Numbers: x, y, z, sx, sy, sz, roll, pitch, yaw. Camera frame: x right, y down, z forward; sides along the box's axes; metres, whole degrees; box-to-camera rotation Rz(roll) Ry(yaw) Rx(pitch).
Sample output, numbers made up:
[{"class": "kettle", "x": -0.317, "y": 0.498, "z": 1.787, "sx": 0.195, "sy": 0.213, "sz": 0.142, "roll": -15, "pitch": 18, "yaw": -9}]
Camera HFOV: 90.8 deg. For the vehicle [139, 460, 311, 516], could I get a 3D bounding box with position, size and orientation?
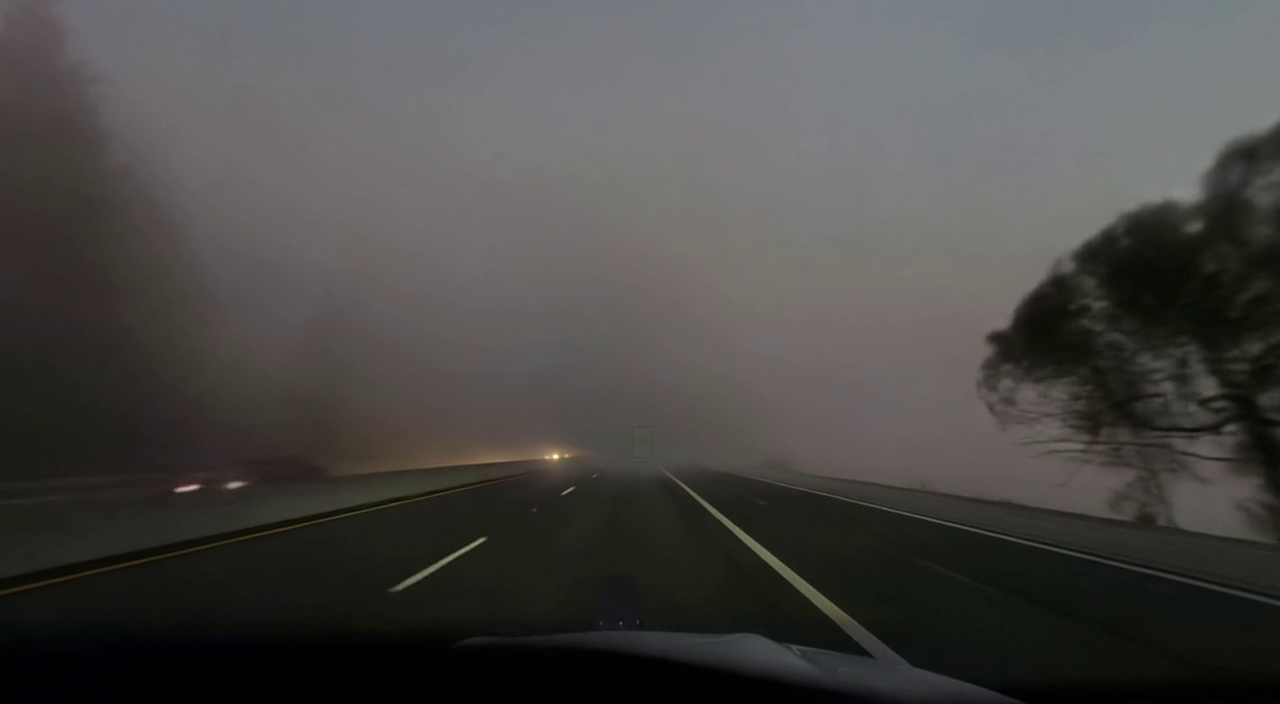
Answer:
[{"class": "vehicle", "x": -12.937, "y": 4.238, "z": 20.196, "sx": 2.086, "sy": 1.456, "sz": 5.044, "roll": 0, "pitch": -9, "yaw": 0}]
